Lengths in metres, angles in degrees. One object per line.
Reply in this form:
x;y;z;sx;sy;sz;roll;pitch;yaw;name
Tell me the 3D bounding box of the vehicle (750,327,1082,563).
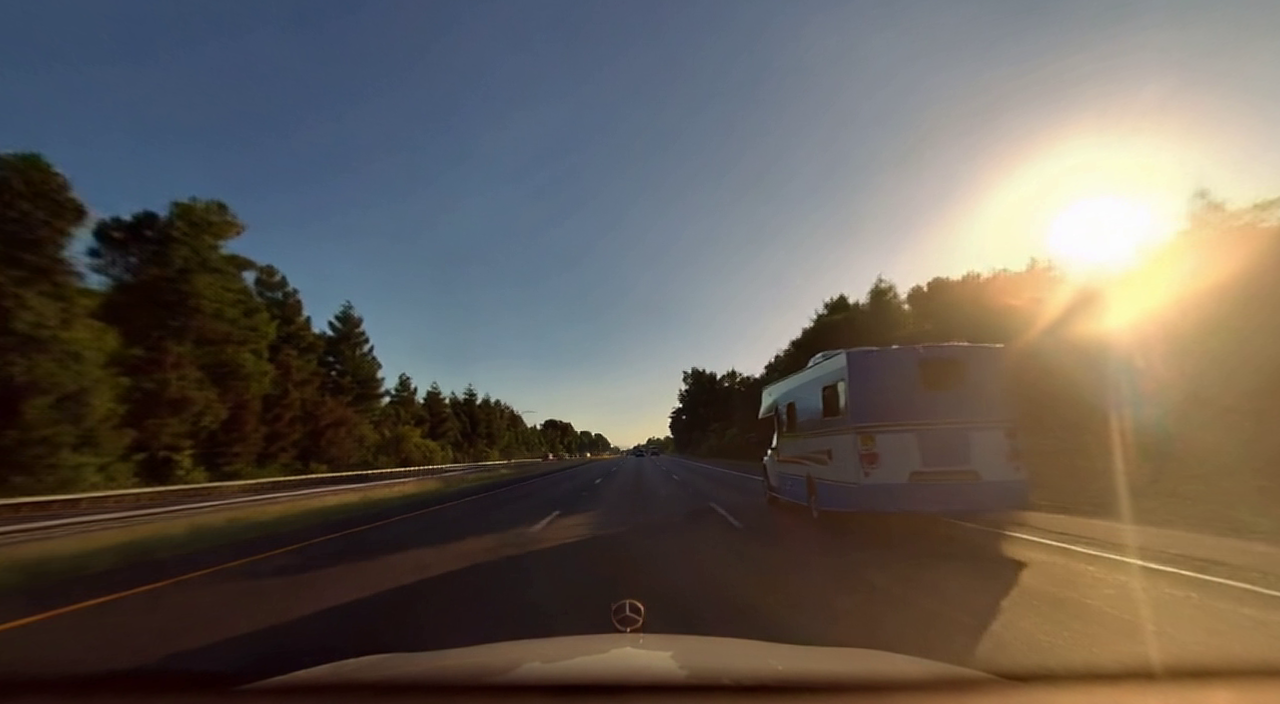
3.771;1.549;10.582;2.556;2.763;6.287;0;-9;-1;vehicle
